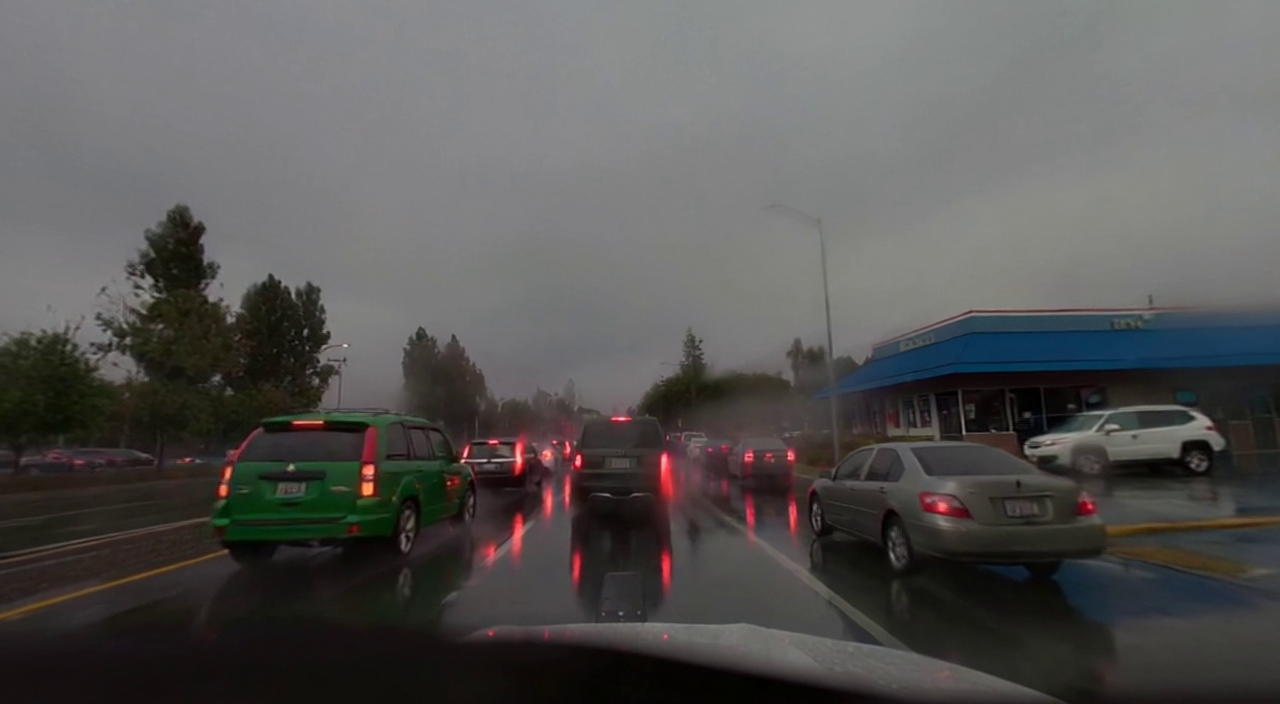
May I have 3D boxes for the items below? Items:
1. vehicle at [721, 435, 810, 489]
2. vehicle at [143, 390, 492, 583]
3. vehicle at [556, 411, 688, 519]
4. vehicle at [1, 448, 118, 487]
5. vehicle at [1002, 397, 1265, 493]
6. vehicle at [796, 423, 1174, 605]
[{"bbox_3d":[3.859,3.451,20.186,1.875,1.521,4.192,0,-8,-1],"label":"vehicle"},{"bbox_3d":[-3.643,1.630,8.396,2.231,1.853,4.461,0,-9,0],"label":"vehicle"},{"bbox_3d":[-0.347,2.248,12.927,2.238,1.825,4.190,0,-9,-1],"label":"vehicle"},{"bbox_3d":[-30.936,6.154,33.767,4.209,1.733,1.932,-2,-7,-4],"label":"vehicle"},{"bbox_3d":[11.675,2.281,15.614,2.350,1.929,4.893,-1,-8,-2],"label":"vehicle"},{"bbox_3d":[3.376,1.653,7.414,1.900,1.477,4.352,0,-8,-1],"label":"vehicle"}]
